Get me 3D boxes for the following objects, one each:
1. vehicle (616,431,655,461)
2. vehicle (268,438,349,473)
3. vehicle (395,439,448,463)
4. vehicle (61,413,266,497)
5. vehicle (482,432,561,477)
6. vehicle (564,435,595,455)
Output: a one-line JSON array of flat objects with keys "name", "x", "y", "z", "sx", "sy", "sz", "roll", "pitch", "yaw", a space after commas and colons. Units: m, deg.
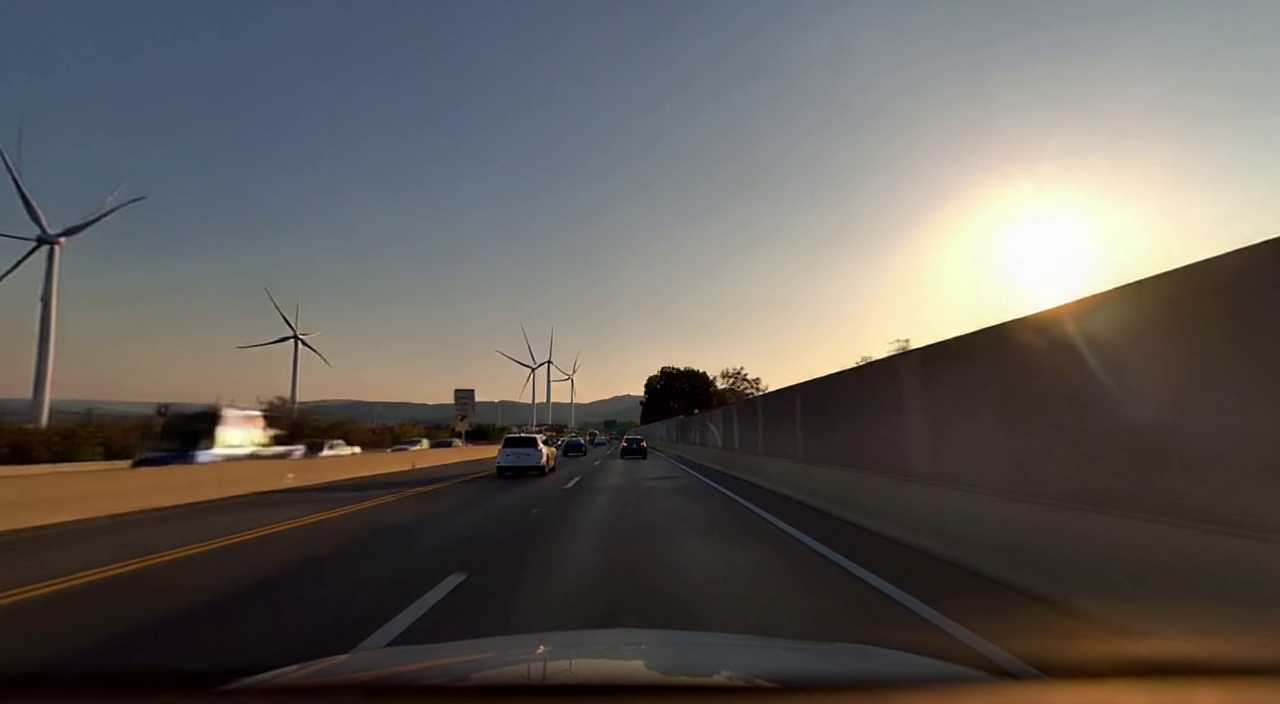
[{"name": "vehicle", "x": -0.291, "y": 5.186, "z": 34.813, "sx": 2.027, "sy": 1.550, "sz": 3.607, "roll": 0, "pitch": -8, "yaw": -1}, {"name": "vehicle", "x": -18.026, "y": 5.615, "z": 34.547, "sx": 2.026, "sy": 1.726, "sz": 4.400, "roll": 0, "pitch": -7, "yaw": 0}, {"name": "vehicle", "x": -14.223, "y": 6.454, "z": 41.244, "sx": 1.876, "sy": 1.452, "sz": 4.670, "roll": 0, "pitch": -8, "yaw": -1}, {"name": "vehicle", "x": -13.528, "y": 2.931, "z": 18.436, "sx": 2.055, "sy": 2.120, "sz": 5.013, "roll": 0, "pitch": -8, "yaw": -1}, {"name": "vehicle", "x": -4.138, "y": 3.642, "z": 22.803, "sx": 1.998, "sy": 1.468, "sz": 4.635, "roll": 0, "pitch": -8, "yaw": 0}, {"name": "vehicle", "x": -4.518, "y": 7.006, "z": 47.473, "sx": 2.059, "sy": 1.436, "sz": 3.802, "roll": 0, "pitch": -8, "yaw": -1}]
